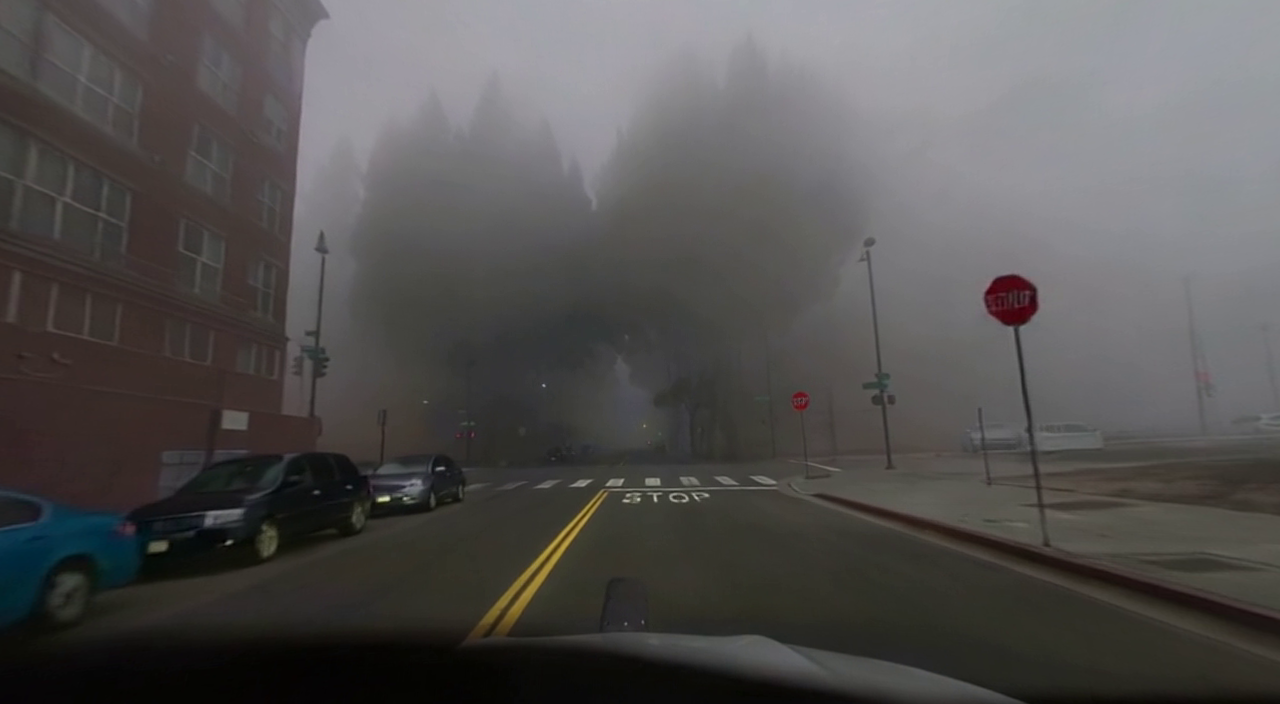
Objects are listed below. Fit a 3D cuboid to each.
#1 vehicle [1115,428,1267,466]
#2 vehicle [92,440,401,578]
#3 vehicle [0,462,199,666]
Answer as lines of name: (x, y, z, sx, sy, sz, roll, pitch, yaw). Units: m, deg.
vehicle: (22.378, 3.878, 25.726, 4.347, 1.476, 1.926, 0, -9, 0)
vehicle: (-5.606, 2.229, 9.908, 1.901, 1.631, 4.570, 0, -8, 0)
vehicle: (-5.710, 1.528, 4.285, 2.131, 1.407, 4.547, 0, -8, 0)
